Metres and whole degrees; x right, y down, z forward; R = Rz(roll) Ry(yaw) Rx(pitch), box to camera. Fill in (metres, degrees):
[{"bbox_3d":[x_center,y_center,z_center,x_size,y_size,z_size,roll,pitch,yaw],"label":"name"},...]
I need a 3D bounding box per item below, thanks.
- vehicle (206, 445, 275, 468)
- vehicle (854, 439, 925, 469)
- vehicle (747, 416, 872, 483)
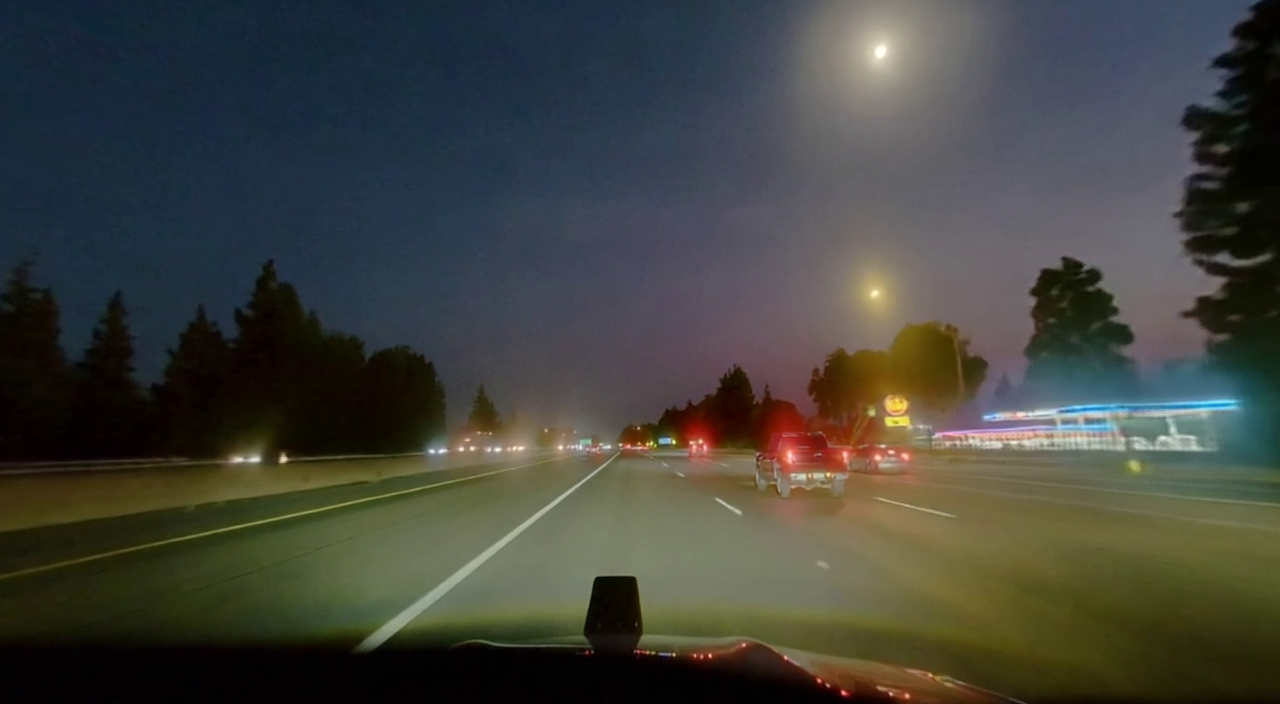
[{"bbox_3d":[-28.662,7.486,45.298,1.987,1.600,4.662,0,-8,-1],"label":"vehicle"},{"bbox_3d":[14.127,5.796,35.904,2.072,1.611,4.387,0,-8,-2],"label":"vehicle"},{"bbox_3d":[6.707,4.042,26.388,2.779,2.339,8.073,0,-8,-2],"label":"vehicle"}]
